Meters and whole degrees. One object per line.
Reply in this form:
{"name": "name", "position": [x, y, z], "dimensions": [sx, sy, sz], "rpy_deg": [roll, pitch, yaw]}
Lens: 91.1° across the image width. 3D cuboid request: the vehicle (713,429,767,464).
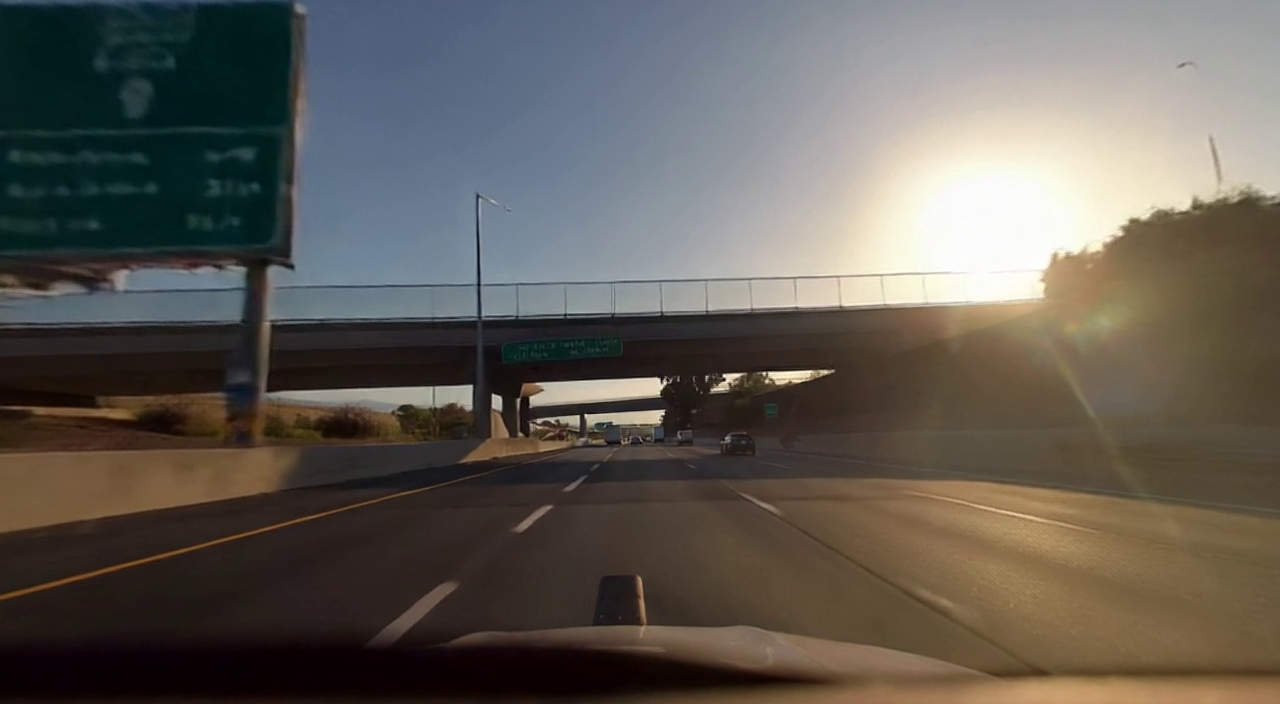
{"name": "vehicle", "position": [4.539, 4.354, 29.085], "dimensions": [1.802, 1.492, 3.804], "rpy_deg": [0, -8, -1]}
